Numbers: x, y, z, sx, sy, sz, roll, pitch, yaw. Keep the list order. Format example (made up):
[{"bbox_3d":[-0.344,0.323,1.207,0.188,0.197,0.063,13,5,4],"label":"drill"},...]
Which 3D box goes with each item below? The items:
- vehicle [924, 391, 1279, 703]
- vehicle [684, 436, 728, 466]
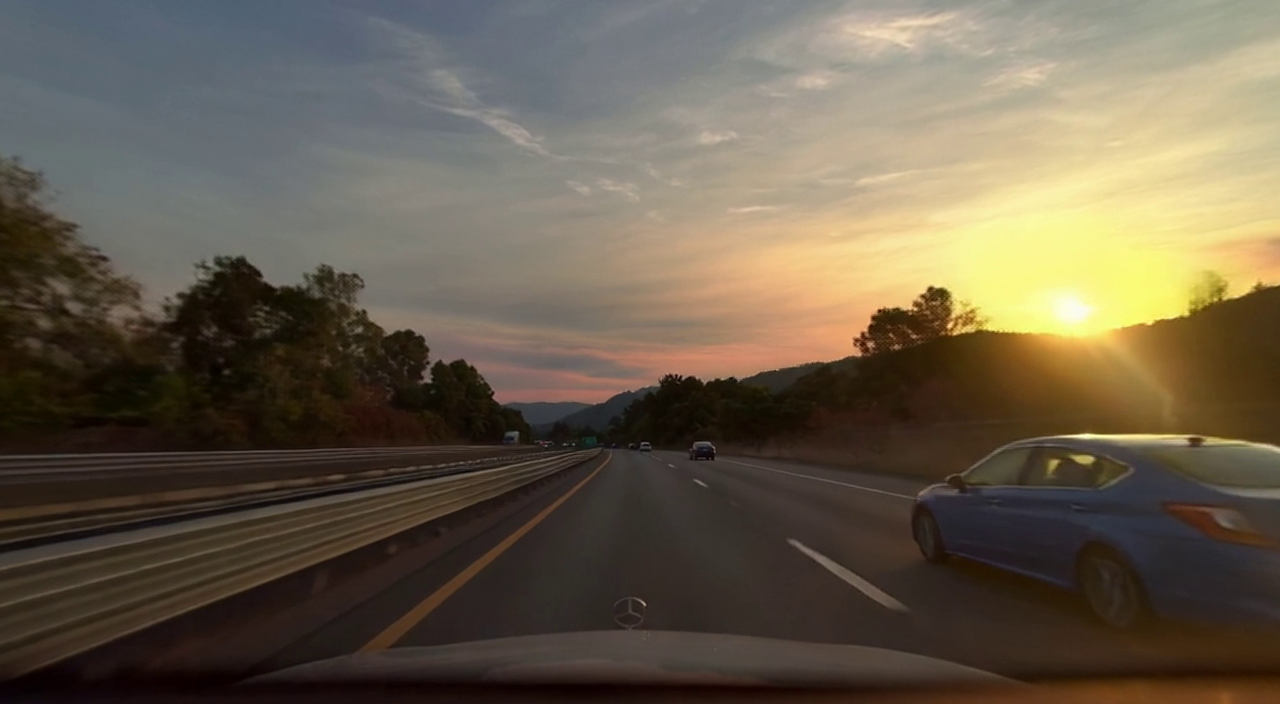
[{"bbox_3d":[4.113,1.189,4.621,2.072,1.528,4.176,0,-8,0],"label":"vehicle"},{"bbox_3d":[3.603,5.452,34.867,1.945,1.538,3.729,0,-8,-1],"label":"vehicle"}]
